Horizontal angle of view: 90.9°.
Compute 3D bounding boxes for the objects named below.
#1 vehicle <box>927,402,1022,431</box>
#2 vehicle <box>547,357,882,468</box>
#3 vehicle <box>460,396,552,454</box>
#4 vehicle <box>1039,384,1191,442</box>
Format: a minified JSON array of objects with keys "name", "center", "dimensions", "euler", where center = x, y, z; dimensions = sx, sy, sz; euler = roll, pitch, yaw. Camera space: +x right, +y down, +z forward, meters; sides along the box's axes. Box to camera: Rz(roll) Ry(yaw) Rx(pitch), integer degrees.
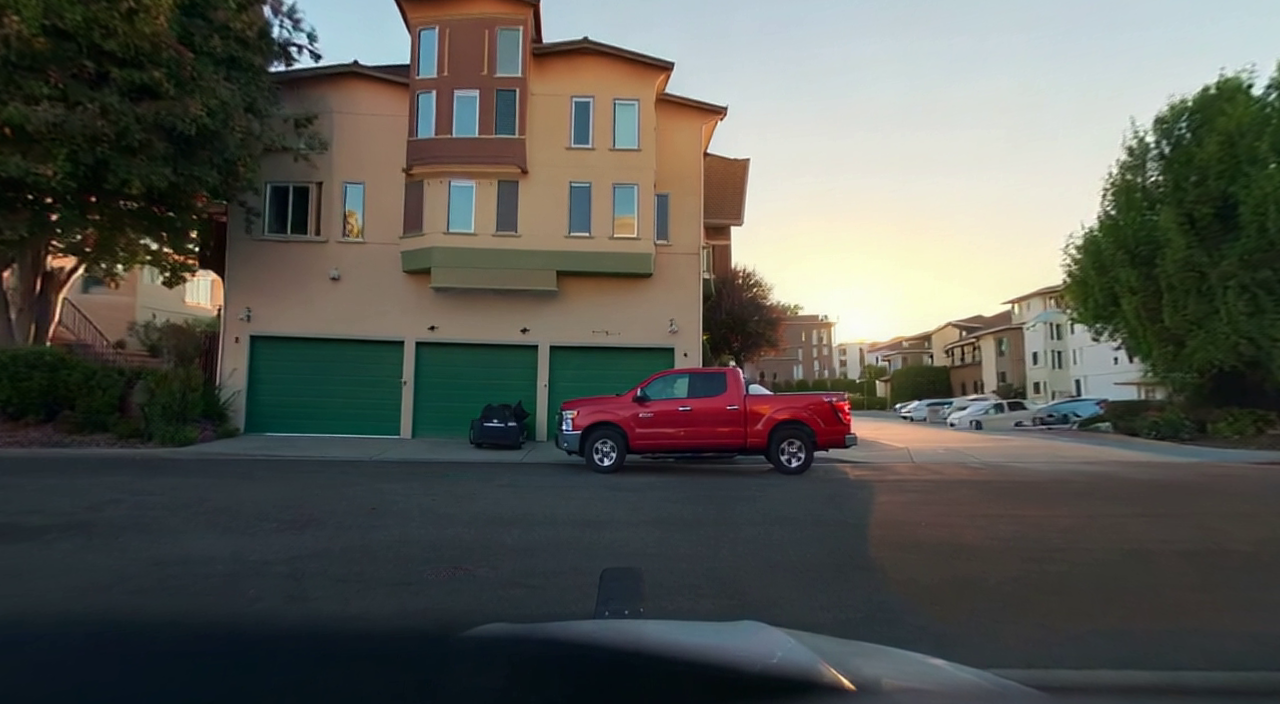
[{"name":"vehicle","center":[17.258,3.346,32.693],"dimensions":[3.897,1.416,1.703],"euler":[-1,-8,3]},{"name":"vehicle","center":[1.265,1.176,11.778],"dimensions":[5.600,1.835,2.161],"euler":[-1,-8,2]},{"name":"vehicle","center":[-4.187,2.271,20.339],"dimensions":[1.869,1.460,3.826],"euler":[-3,-2,4]},{"name":"vehicle","center":[16.393,2.146,21.948],"dimensions":[3.770,1.496,1.951],"euler":[6,-9,3]}]
